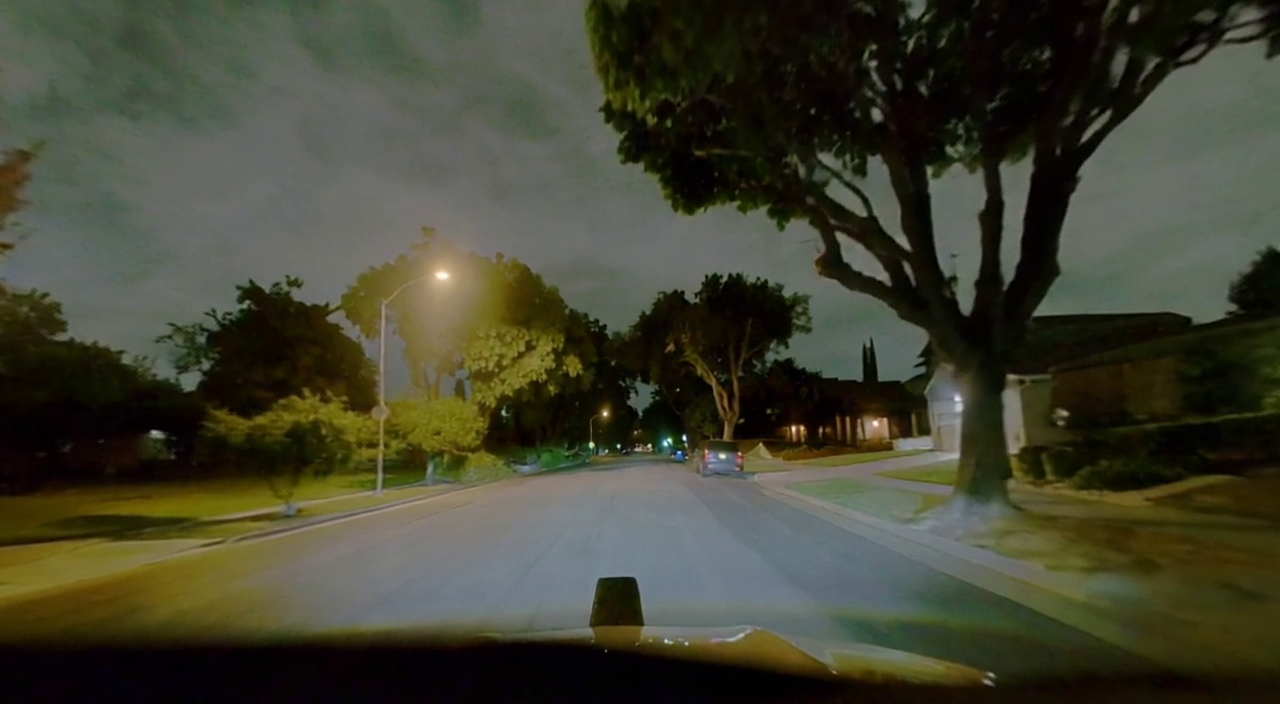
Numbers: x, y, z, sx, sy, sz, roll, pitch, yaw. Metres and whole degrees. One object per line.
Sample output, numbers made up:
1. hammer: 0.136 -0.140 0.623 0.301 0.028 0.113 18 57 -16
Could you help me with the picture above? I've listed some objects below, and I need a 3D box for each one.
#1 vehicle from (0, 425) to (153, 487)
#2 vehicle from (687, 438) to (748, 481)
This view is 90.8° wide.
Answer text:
1. vehicle: -28.712 5.292 31.793 2.735 2.720 6.677 -2 -10 4
2. vehicle: 3.336 4.723 28.013 2.055 1.738 4.448 0 -9 -1
